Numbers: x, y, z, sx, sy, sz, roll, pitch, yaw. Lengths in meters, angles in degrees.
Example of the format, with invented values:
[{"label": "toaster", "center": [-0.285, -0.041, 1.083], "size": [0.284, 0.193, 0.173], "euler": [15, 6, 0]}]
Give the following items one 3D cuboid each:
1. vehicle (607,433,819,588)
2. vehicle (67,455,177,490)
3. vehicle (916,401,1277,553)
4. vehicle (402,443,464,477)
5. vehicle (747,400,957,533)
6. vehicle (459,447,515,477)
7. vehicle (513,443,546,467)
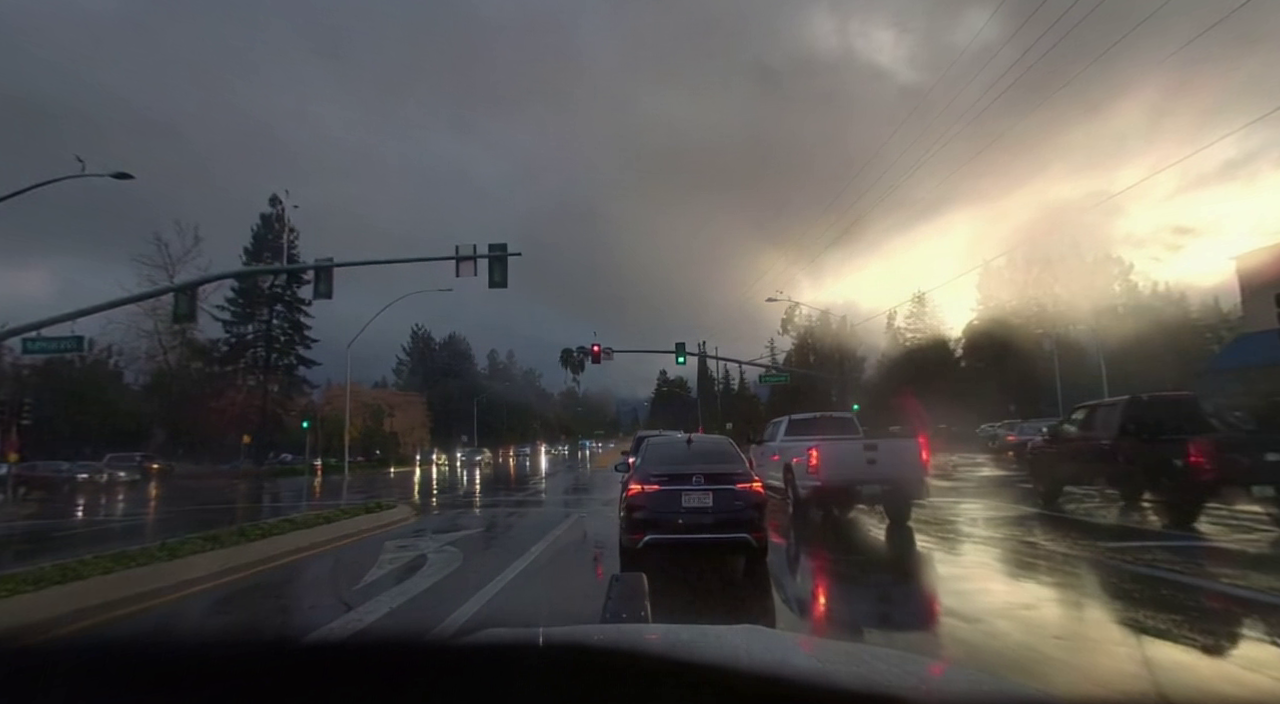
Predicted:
[{"label": "vehicle", "center": [0.623, 1.796, 7.985], "size": [2.038, 1.447, 3.756], "euler": [0, -8, -3]}, {"label": "vehicle", "center": [-29.075, 6.732, 35.431], "size": [4.789, 1.828, 2.025], "euler": [-2, -9, 11]}, {"label": "vehicle", "center": [7.278, 2.050, 11.124], "size": [2.323, 2.009, 5.266], "euler": [0, -8, -1]}, {"label": "vehicle", "center": [-11.973, 6.242, 36.862], "size": [1.991, 1.844, 4.393], "euler": [0, -8, 2]}, {"label": "vehicle", "center": [3.843, 2.226, 12.826], "size": [2.358, 2.116, 5.328], "euler": [0, -8, -1]}, {"label": "vehicle", "center": [-8.231, 5.954, 34.367], "size": [2.002, 1.469, 4.301], "euler": [0, -8, 0]}, {"label": "vehicle", "center": [-8.550, 8.017, 49.195], "size": [1.904, 1.789, 4.021], "euler": [0, -8, -1]}]
